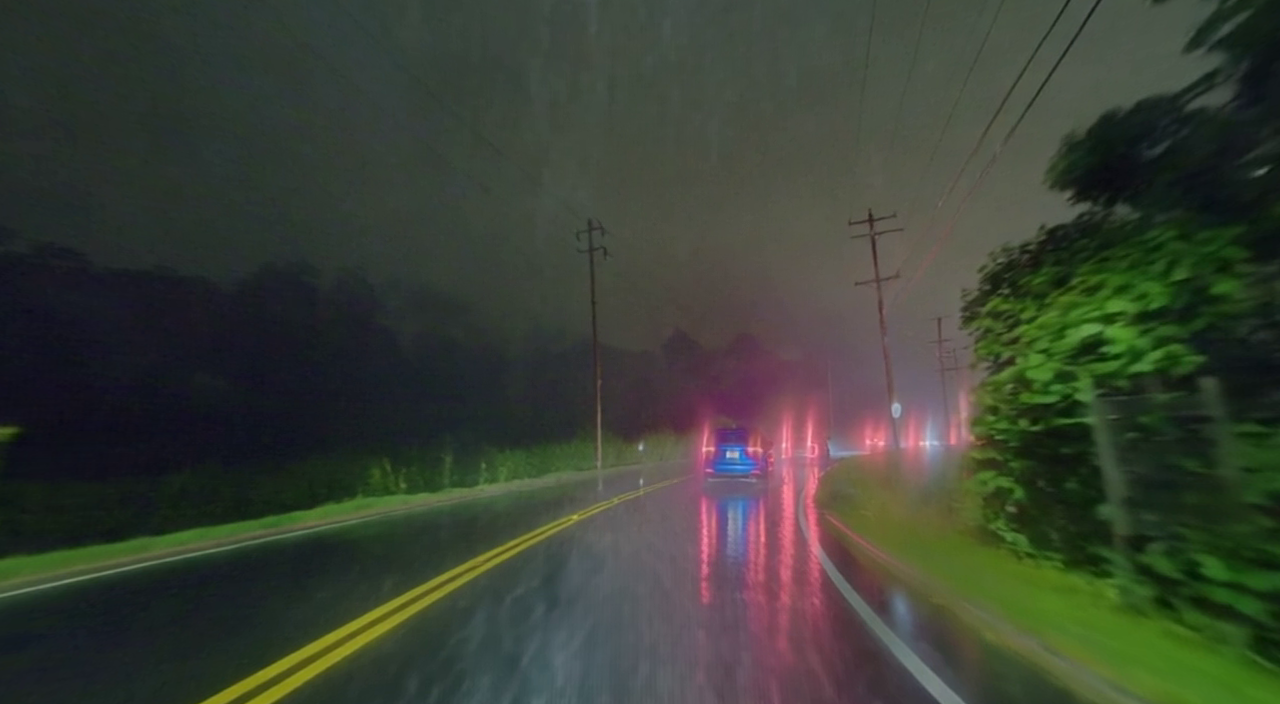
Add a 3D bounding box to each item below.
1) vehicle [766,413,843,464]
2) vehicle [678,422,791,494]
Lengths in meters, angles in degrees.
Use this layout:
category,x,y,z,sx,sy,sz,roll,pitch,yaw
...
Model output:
category,x,y,z,sx,sy,sz,roll,pitch,yaw
vehicle,7.988,4.149,30.119,2.376,2.145,5.953,-4,-9,26
vehicle,2.597,2.701,16.398,2.157,1.565,4.243,-3,-9,18
